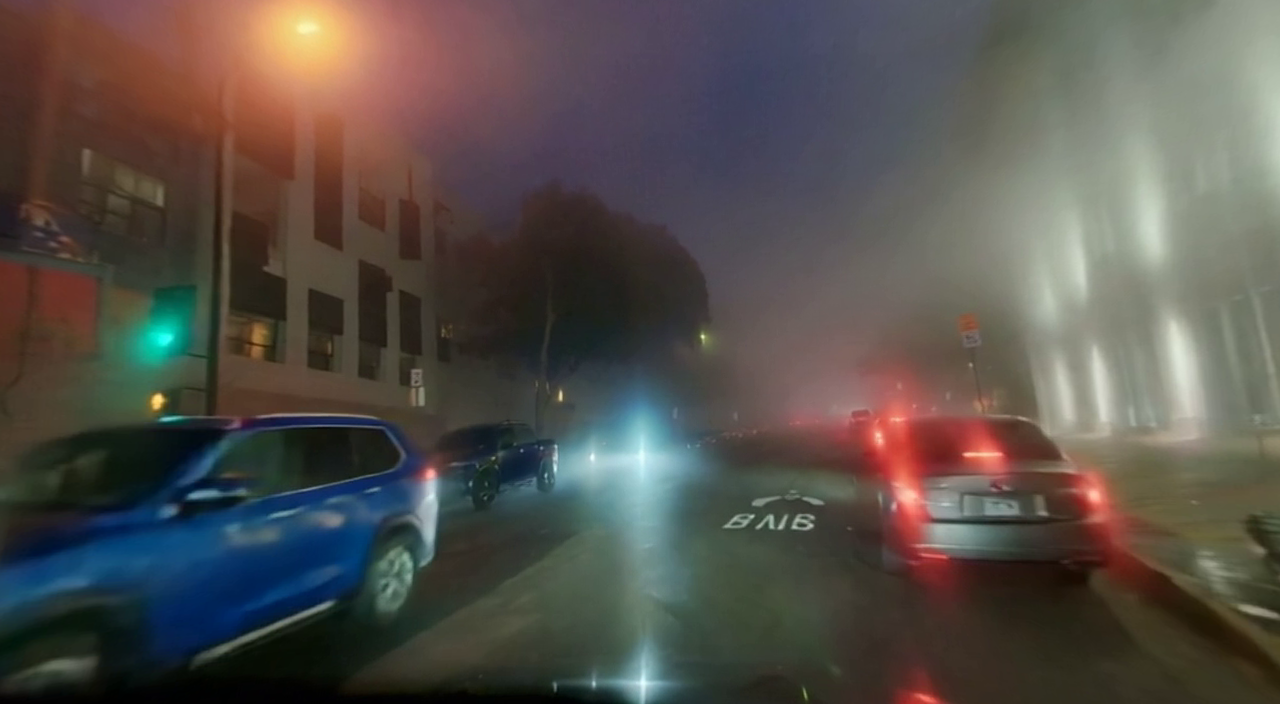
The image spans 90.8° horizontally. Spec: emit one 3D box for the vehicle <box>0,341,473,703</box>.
[{"bbox_3d":[-2.982,1.046,3.446,2.181,1.723,4.692,-3,-9,10],"label":"vehicle"}]

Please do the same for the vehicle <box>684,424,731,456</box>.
[{"bbox_3d":[4.412,5.604,40.585,1.948,1.693,4.325,-7,-7,19],"label":"vehicle"}]

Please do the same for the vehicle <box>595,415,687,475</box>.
[{"bbox_3d":[0.197,3.968,27.758,2.260,2.136,5.669,-7,-7,17],"label":"vehicle"}]

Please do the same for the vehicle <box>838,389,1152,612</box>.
[{"bbox_3d":[3.190,1.346,6.636,1.892,1.481,4.365,-4,-9,19],"label":"vehicle"}]

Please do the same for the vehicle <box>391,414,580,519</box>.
[{"bbox_3d":[-3.742,2.814,16.560,2.120,2.078,5.403,-8,-7,18],"label":"vehicle"}]

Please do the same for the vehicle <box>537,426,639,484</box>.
[{"bbox_3d":[-1.711,3.582,22.165,1.960,1.765,4.343,-4,-9,19],"label":"vehicle"}]
